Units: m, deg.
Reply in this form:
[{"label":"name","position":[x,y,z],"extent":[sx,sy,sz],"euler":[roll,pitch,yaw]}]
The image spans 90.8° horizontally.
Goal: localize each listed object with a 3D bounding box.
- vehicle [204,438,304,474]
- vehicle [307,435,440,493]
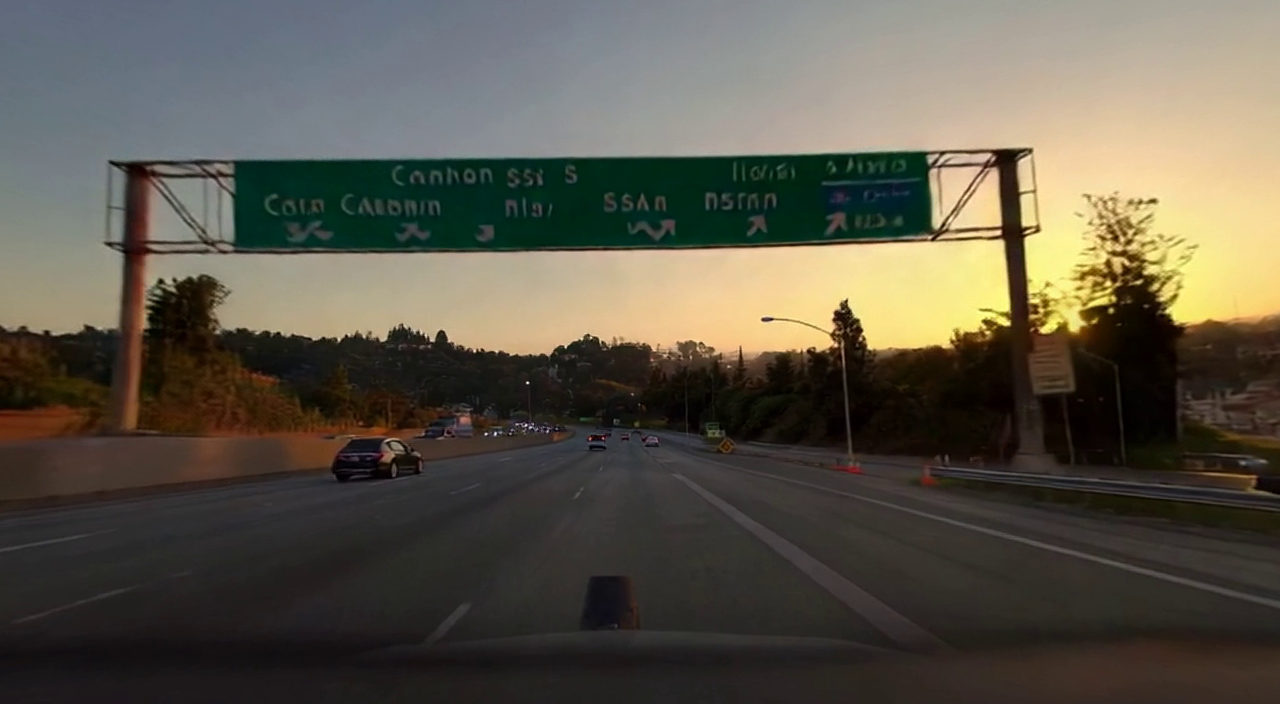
[{"label":"vehicle","position":[-19.130,5.165,31.615],"extent":[2.092,1.657,4.704],"euler":[0,-9,-1]},{"label":"vehicle","position":[-7.803,3.322,19.086],"extent":[2.060,1.507,4.494],"euler":[0,-9,0]}]
